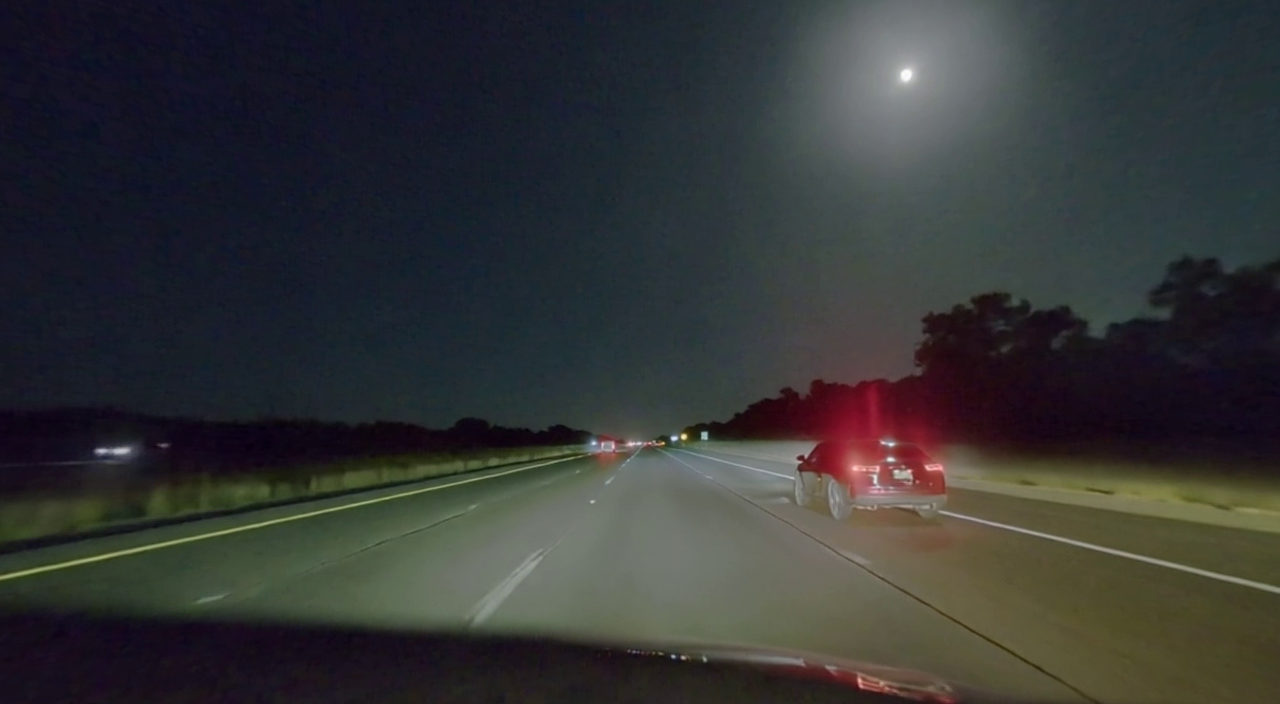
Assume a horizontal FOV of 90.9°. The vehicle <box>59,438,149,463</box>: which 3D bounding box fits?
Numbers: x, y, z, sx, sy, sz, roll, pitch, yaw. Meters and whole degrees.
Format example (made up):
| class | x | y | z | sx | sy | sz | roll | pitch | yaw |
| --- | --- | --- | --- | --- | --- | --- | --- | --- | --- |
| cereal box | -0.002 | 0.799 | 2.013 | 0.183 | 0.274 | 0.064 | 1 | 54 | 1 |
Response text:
| class | x | y | z | sx | sy | sz | roll | pitch | yaw |
| --- | --- | --- | --- | --- | --- | --- | --- | --- | --- |
| vehicle | -33.002 | 6.076 | 39.007 | 1.824 | 1.477 | 4.353 | 0 | -8 | -1 |
